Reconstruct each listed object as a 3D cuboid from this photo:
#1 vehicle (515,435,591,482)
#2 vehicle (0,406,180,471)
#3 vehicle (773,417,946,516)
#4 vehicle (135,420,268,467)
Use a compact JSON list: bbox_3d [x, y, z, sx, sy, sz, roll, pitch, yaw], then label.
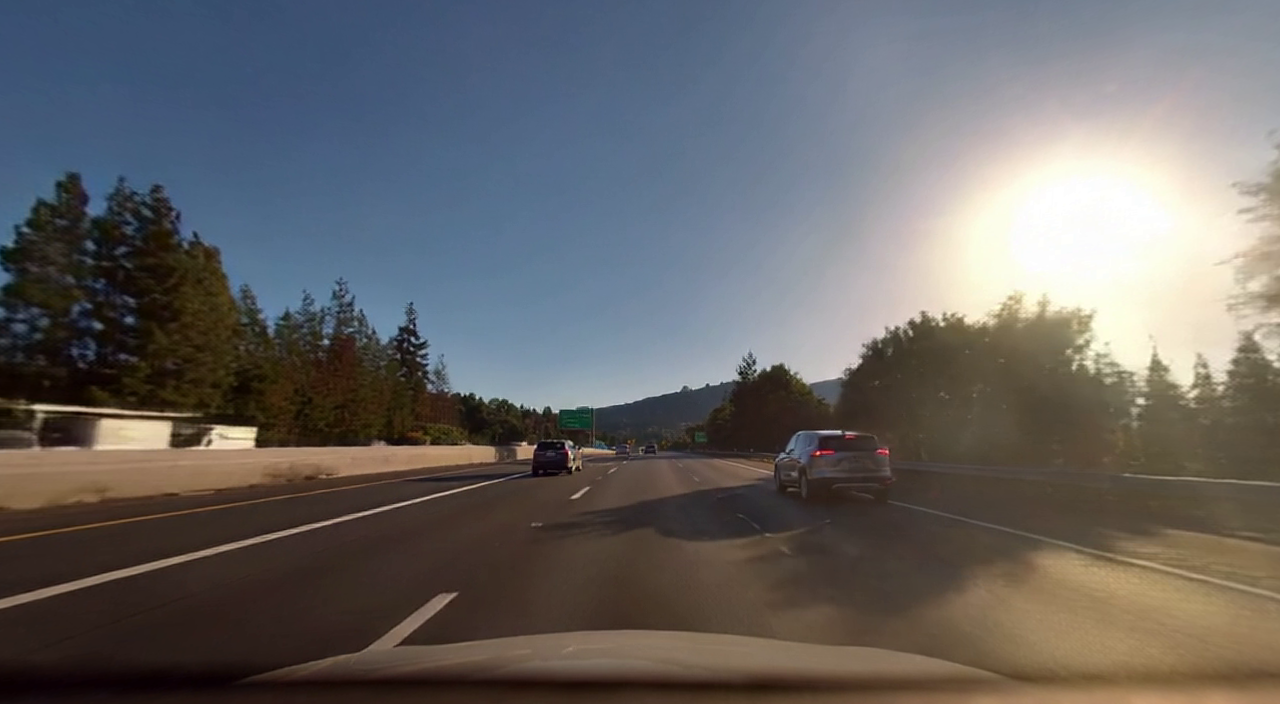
[{"bbox_3d":[-3.209,4.043,24.123,2.166,1.608,4.297,0,-8,2],"label":"vehicle"},{"bbox_3d":[-28.236,4.173,30.184,2.850,2.700,11.935,-1,-8,2],"label":"vehicle"},{"bbox_3d":[4.501,2.433,13.803,2.149,1.796,4.487,0,-8,0],"label":"vehicle"},{"bbox_3d":[-27.859,5.905,40.458,2.685,2.719,7.829,-1,-8,2],"label":"vehicle"}]
